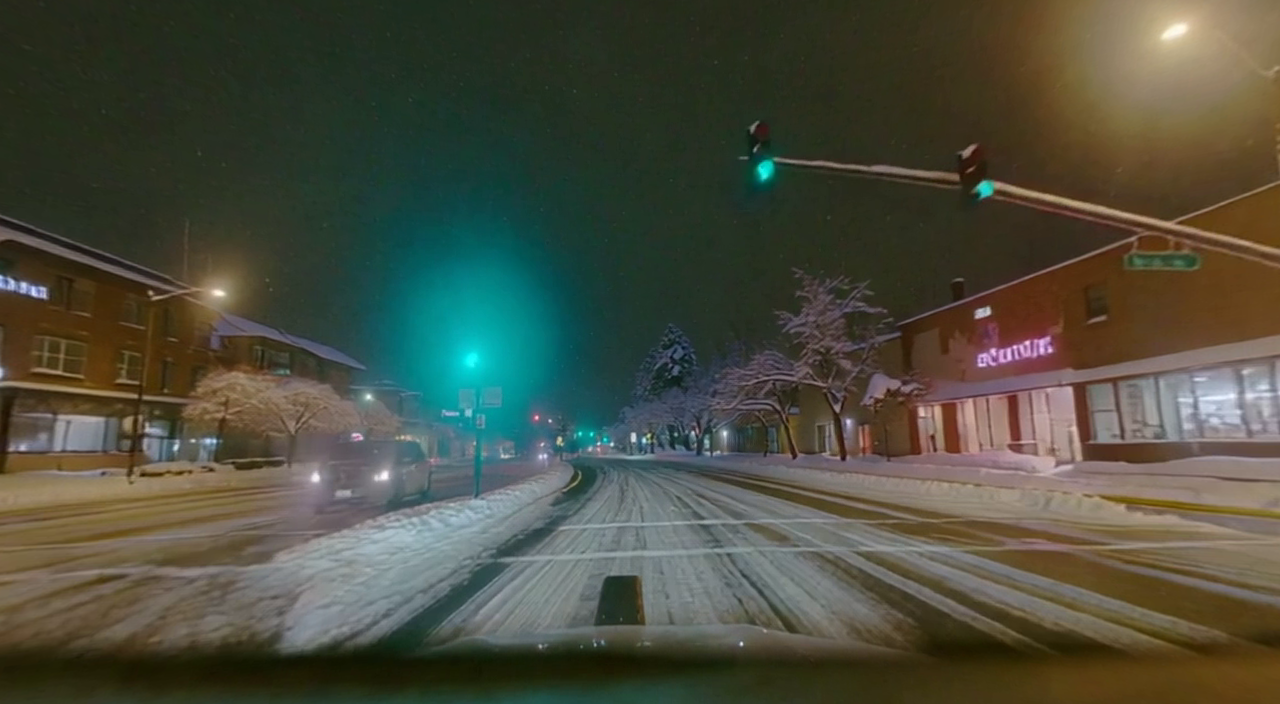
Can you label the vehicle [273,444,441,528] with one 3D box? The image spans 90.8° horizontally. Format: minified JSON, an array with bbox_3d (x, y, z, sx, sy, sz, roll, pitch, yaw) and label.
[{"bbox_3d":[-5.782,2.726,13.588,1.894,1.474,4.332,0,-8,-4],"label":"vehicle"}]
